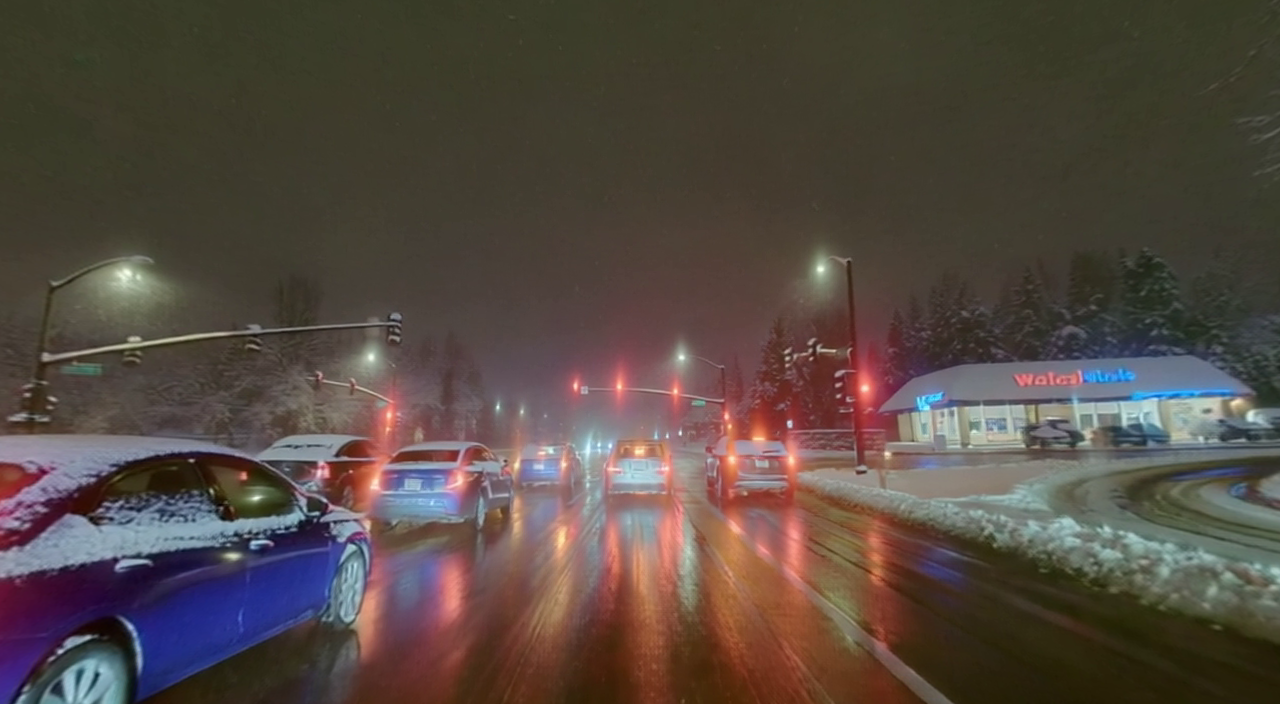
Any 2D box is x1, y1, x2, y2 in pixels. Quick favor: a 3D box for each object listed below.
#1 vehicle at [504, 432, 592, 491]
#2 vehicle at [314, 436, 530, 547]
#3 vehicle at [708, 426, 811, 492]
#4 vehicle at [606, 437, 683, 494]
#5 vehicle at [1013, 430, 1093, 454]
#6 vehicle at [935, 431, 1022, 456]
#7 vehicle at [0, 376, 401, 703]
[{"bbox_3d":[-2.804,3.479,20.230,2.072,1.694,4.070,0,-9,2],"label":"vehicle"},{"bbox_3d":[-3.320,2.215,10.688,2.014,1.472,4.357,0,-9,1],"label":"vehicle"},{"bbox_3d":[3.366,3.141,18.735,2.076,1.691,4.402,0,-9,-2],"label":"vehicle"},{"bbox_3d":[0.148,3.325,18.712,2.032,1.499,3.994,0,-9,1],"label":"vehicle"},{"bbox_3d":[30.602,6.696,46.736,4.432,1.680,1.932,0,-9,2],"label":"vehicle"},{"bbox_3d":[23.341,6.341,43.546,4.781,1.700,1.986,0,-9,1],"label":"vehicle"},{"bbox_3d":[-3.087,0.933,2.526,2.249,1.517,4.951,0,-9,1],"label":"vehicle"}]
